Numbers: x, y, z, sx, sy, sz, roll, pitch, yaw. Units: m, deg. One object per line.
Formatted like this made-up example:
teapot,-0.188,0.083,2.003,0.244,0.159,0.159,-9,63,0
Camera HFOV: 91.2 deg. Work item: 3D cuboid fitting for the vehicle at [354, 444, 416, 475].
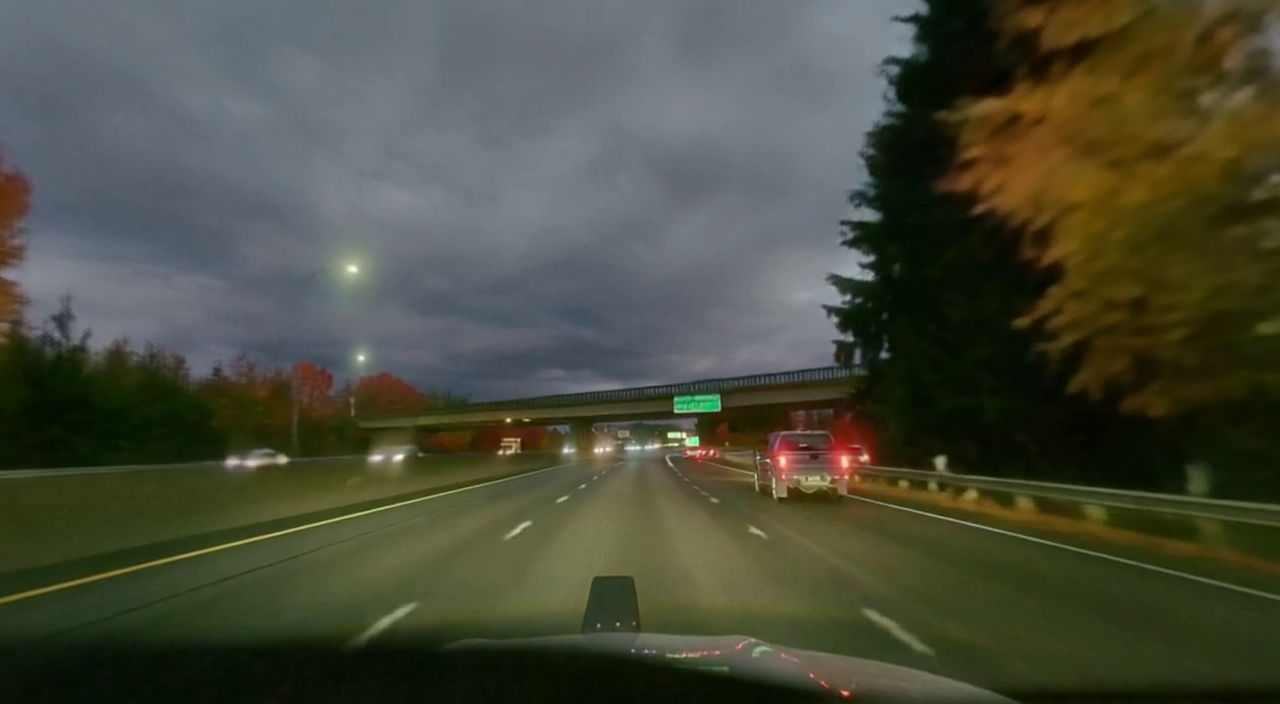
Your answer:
vehicle,-16.293,6.903,40.325,2.014,1.839,4.356,-1,-9,2

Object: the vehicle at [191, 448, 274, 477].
vehicle,-23.932,6.478,36.993,1.913,1.623,4.082,-1,-9,5
